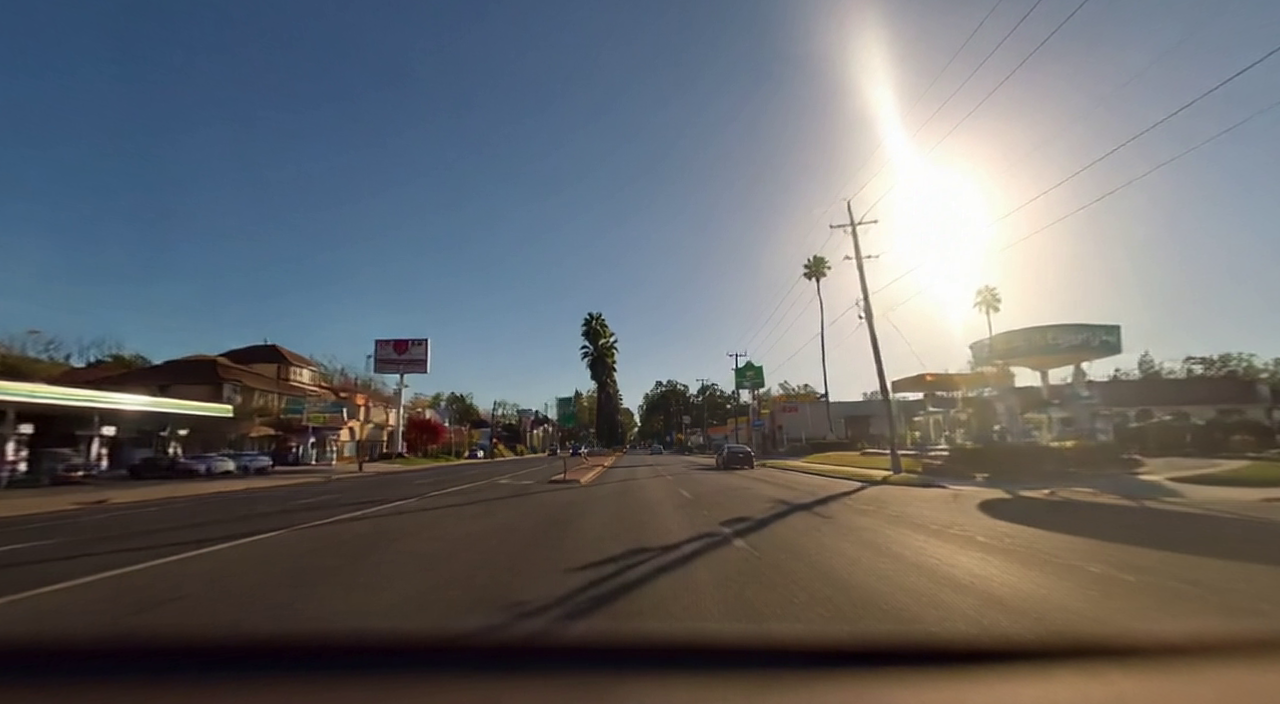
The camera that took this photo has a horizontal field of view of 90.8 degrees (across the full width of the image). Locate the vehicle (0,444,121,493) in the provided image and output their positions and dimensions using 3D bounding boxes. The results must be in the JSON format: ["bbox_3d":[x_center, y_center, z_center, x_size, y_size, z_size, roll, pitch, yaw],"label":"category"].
[{"bbox_3d":[-25.979,5.012,27.686,2.056,1.890,5.063,0,-8,0],"label":"vehicle"}]

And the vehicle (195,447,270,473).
[{"bbox_3d":[-27.863,7.350,43.365,2.113,1.684,4.498,0,-8,0],"label":"vehicle"}]

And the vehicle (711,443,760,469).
[{"bbox_3d":[5.943,6.538,39.920,2.261,1.479,4.403,0,-8,-2],"label":"vehicle"}]

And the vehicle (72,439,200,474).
[{"bbox_3d":[-29.078,6.010,36.649,5.561,1.842,2.131,6,-10,-39],"label":"vehicle"}]
